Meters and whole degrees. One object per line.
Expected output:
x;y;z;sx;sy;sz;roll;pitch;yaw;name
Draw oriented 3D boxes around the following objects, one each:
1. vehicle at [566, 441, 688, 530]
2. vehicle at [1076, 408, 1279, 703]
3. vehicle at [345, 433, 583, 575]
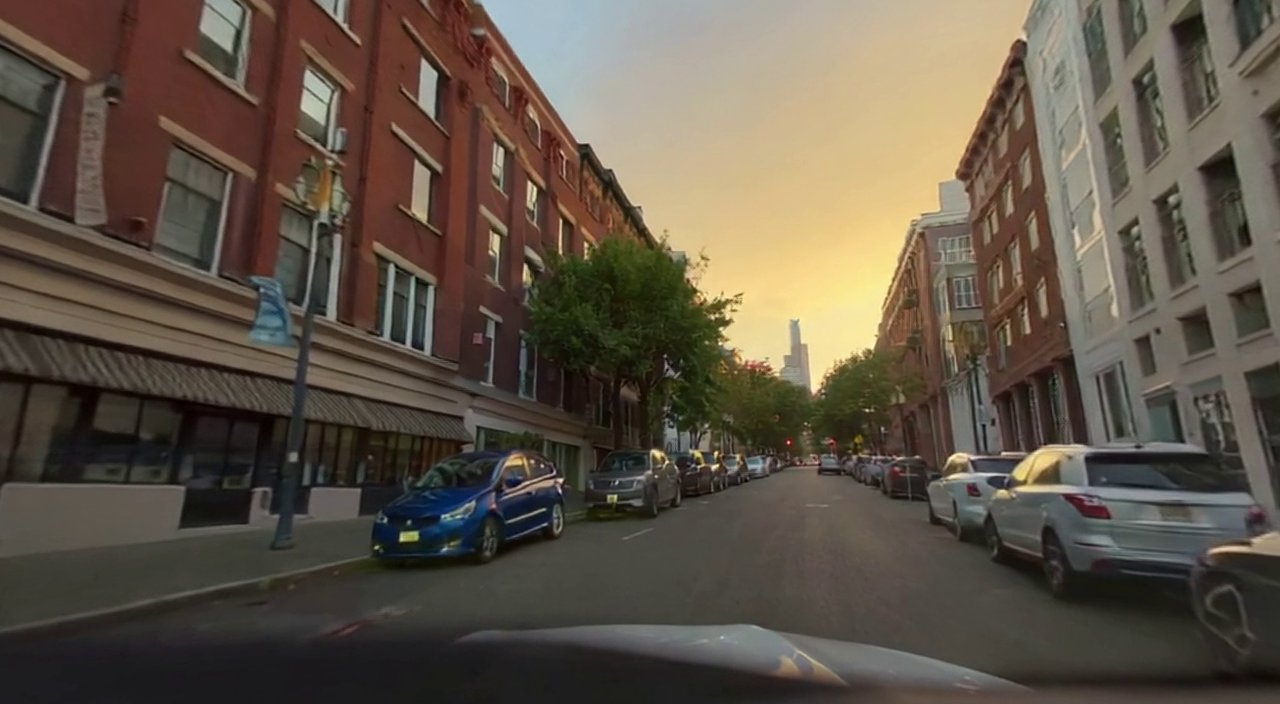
-0.154;3.035;15.051;1.867;1.519;3.920;0;-4;15;vehicle
3.166;0.848;1.553;1.925;1.481;4.653;-2;-8;15;vehicle
-2.240;1.941;8.855;1.875;1.564;2.982;-2;-7;16;vehicle
